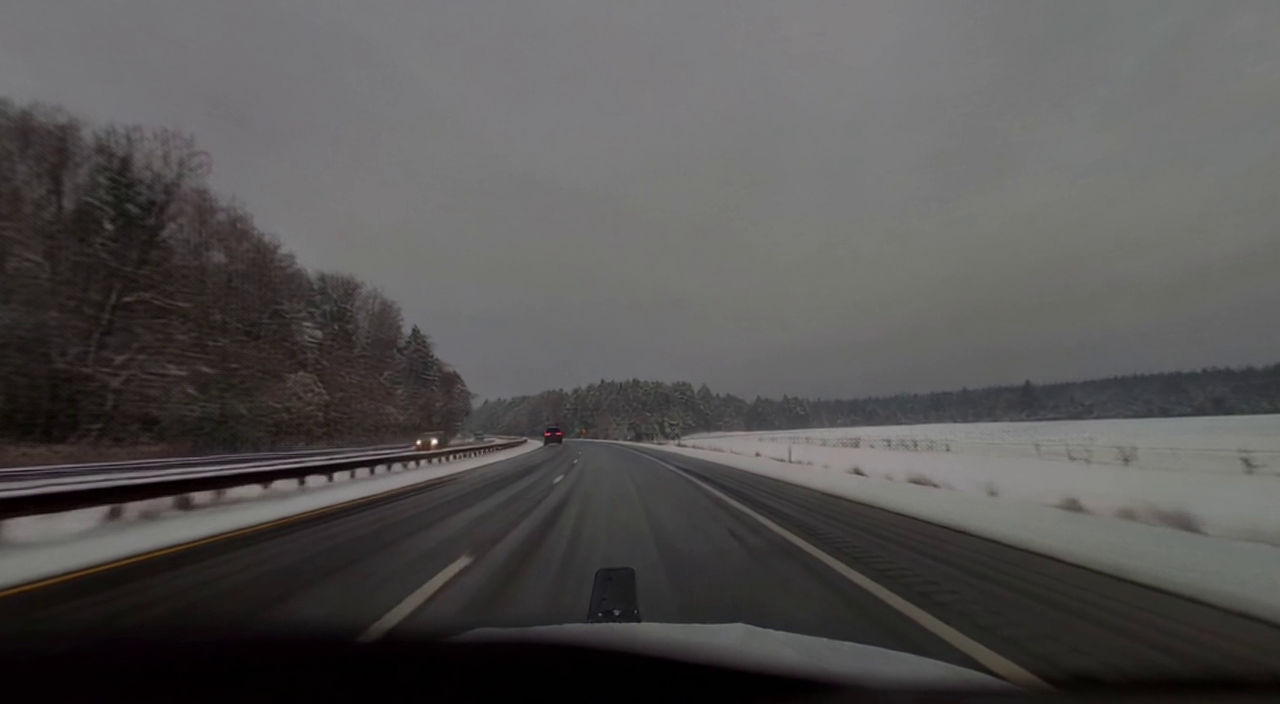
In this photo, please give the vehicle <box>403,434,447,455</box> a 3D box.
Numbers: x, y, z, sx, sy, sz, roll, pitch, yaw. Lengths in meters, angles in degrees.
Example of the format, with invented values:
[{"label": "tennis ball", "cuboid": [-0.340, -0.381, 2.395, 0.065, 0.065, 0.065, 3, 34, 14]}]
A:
[{"label": "vehicle", "cuboid": [-16.785, 7.219, 49.455, 2.206, 1.596, 4.262, 0, -8, -5]}]
